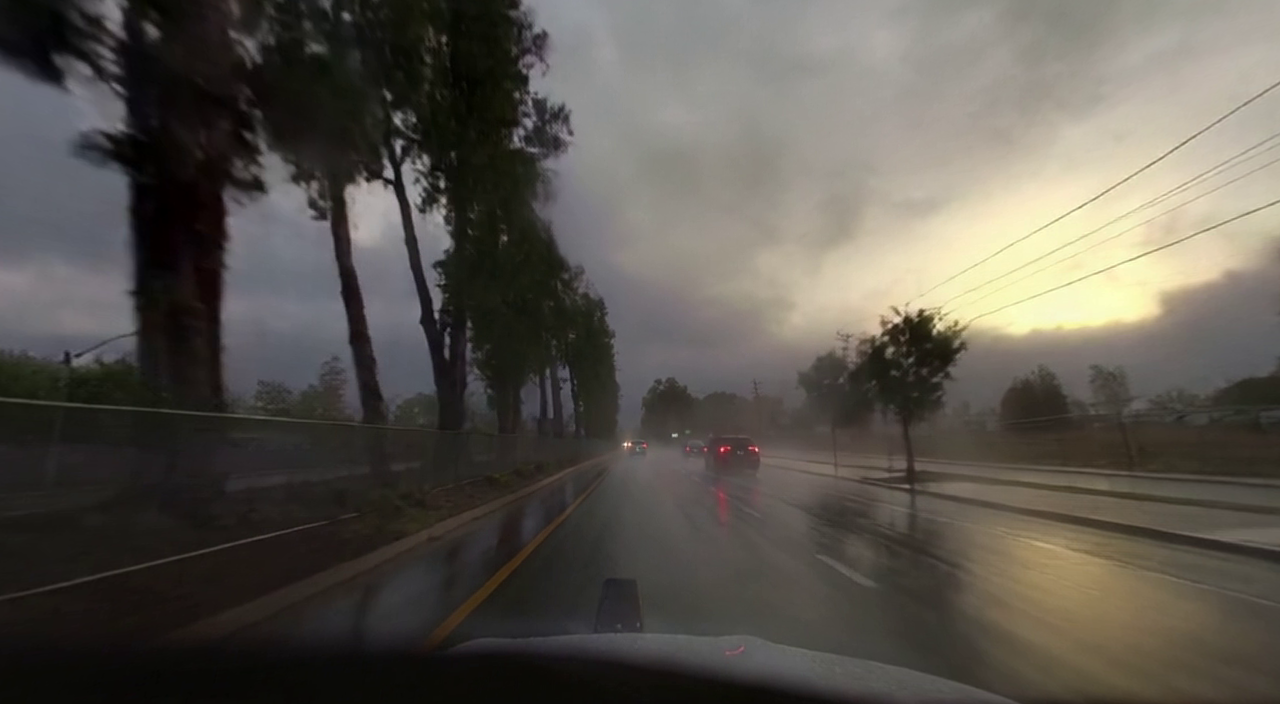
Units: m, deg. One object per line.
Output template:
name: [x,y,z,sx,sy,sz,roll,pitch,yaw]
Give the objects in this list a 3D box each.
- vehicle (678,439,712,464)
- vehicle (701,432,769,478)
vehicle: [3.801,6.955,44.313,2.012,1.653,4.115,0,-8,-1]
vehicle: [4.019,4.449,27.579,2.112,1.825,4.574,0,-8,-2]
